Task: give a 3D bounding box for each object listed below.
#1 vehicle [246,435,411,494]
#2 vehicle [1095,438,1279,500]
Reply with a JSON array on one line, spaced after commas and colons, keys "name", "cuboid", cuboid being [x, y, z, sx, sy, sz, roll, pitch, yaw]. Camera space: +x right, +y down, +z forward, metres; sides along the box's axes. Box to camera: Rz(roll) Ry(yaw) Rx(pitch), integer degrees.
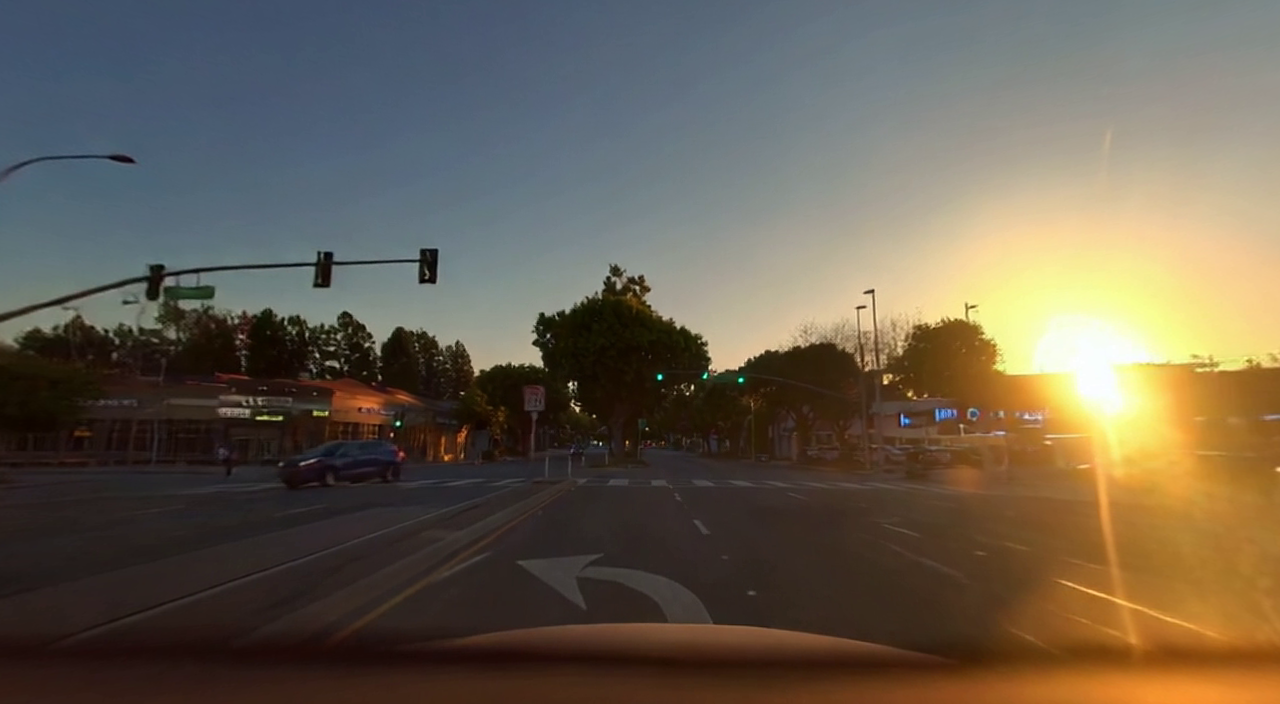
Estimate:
[{"name": "vehicle", "cuboid": [-10.287, 3.684, 21.150, 2.010, 1.728, 4.408, -7, -11, 41]}, {"name": "vehicle", "cuboid": [22.233, 4.644, 25.591, 2.195, 2.201, 5.616, 5, -10, -29]}]
